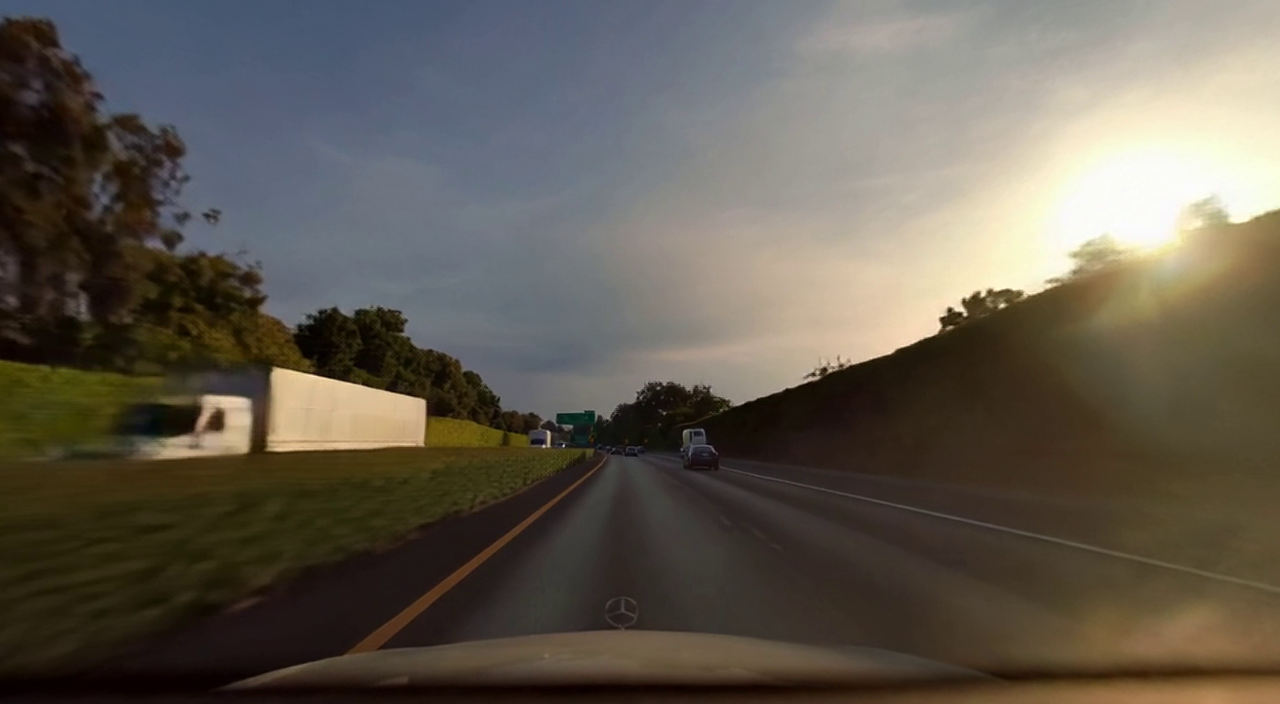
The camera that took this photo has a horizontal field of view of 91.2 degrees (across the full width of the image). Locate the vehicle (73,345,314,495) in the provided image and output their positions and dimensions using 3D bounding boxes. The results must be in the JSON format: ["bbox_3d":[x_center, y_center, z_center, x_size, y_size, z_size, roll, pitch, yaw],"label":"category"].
[{"bbox_3d":[-13.429,2.226,19.698,3.118,3.986,5.803,0,-9,-1],"label":"vehicle"}]

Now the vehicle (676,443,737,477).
[{"bbox_3d":[3.083,5.171,30.209,2.244,1.498,4.338,0,-9,-3],"label":"vehicle"}]
